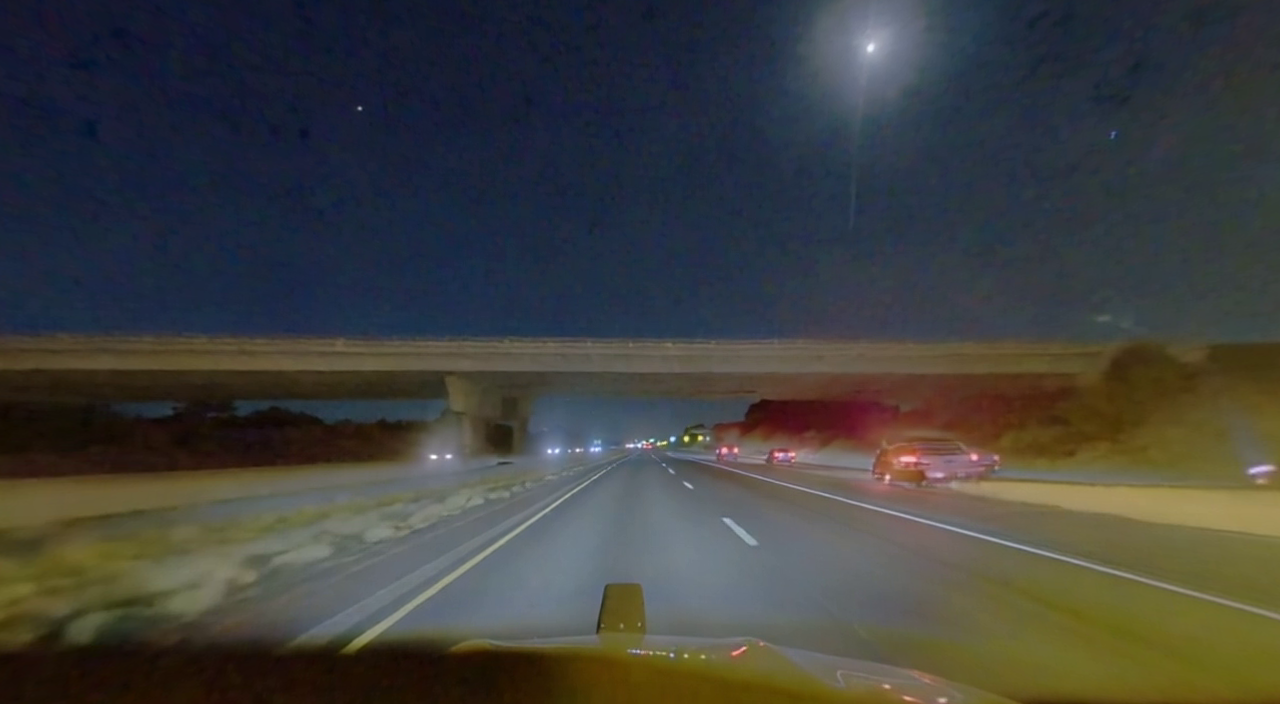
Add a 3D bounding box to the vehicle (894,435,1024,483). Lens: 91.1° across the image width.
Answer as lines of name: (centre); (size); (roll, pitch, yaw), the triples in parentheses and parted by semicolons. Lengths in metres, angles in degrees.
vehicle: (15.586, 5.240, 31.137); (2.533, 2.111, 5.525); (2, -9, -16)
